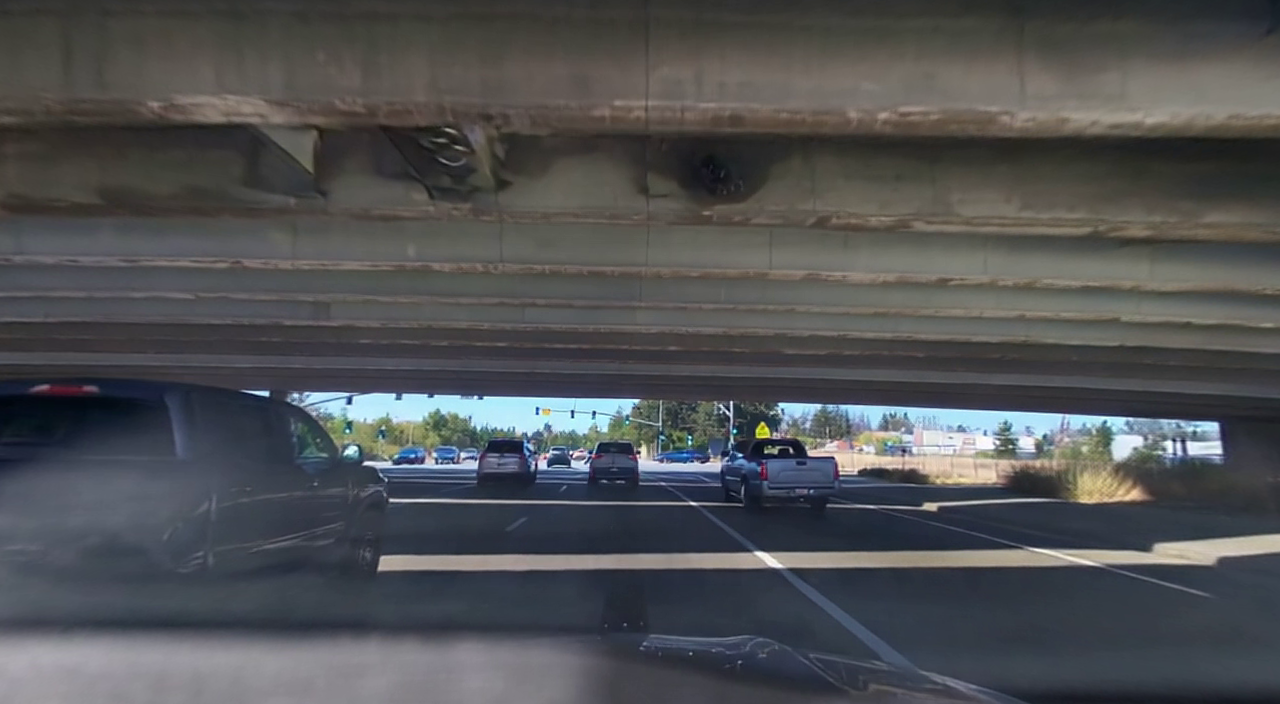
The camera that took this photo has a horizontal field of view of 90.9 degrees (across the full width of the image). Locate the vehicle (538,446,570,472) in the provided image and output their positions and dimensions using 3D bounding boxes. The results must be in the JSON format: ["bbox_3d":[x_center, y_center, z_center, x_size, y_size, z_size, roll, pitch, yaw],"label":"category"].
[{"bbox_3d":[-5.683,7.095,42.046,1.829,1.614,3.611,1,-8,-4],"label":"vehicle"}]

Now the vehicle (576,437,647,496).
[{"bbox_3d":[-0.925,3.722,20.857,2.097,1.748,3.794,0,-8,-2],"label":"vehicle"}]

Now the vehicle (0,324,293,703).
[{"bbox_3d":[-3.748,0.778,2.548,2.074,1.814,4.596,0,-8,-1],"label":"vehicle"}]

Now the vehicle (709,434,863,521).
[{"bbox_3d":[3.242,2.930,15.420,2.234,1.720,5.378,0,-8,-3],"label":"vehicle"}]

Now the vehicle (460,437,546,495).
[{"bbox_3d":[-4.449,3.763,21.189,2.127,1.720,4.064,0,-8,-2],"label":"vehicle"}]

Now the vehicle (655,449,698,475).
[{"bbox_3d":[2.137,6.608,38.107,2.026,1.457,3.969,1,-9,-5],"label":"vehicle"}]
